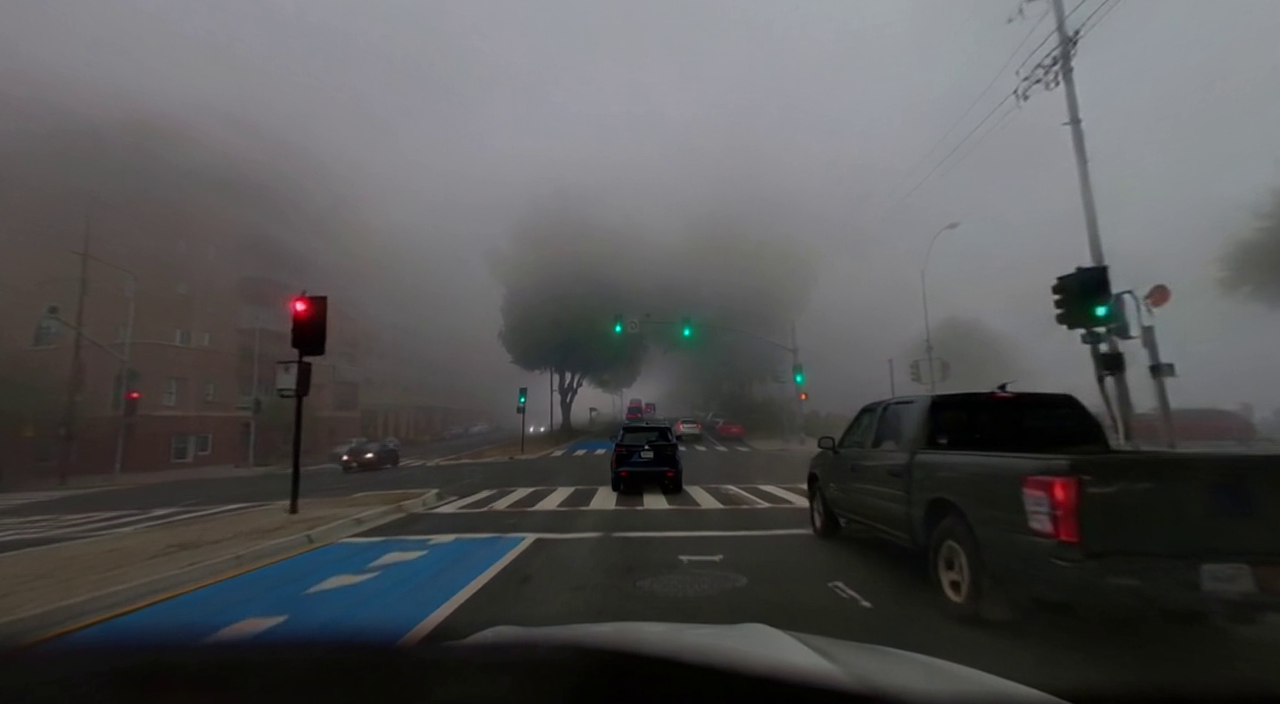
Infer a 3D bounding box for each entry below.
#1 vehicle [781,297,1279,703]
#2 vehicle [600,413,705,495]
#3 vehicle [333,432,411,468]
[{"bbox_3d":[3.394,1.210,6.251,2.487,2.048,6.443,0,-9,0],"label":"vehicle"},{"bbox_3d":[0.258,2.555,15.957,2.283,1.773,4.255,0,-9,0],"label":"vehicle"},{"bbox_3d":[-13.515,4.980,32.175,2.062,1.697,4.321,0,-8,0],"label":"vehicle"}]
